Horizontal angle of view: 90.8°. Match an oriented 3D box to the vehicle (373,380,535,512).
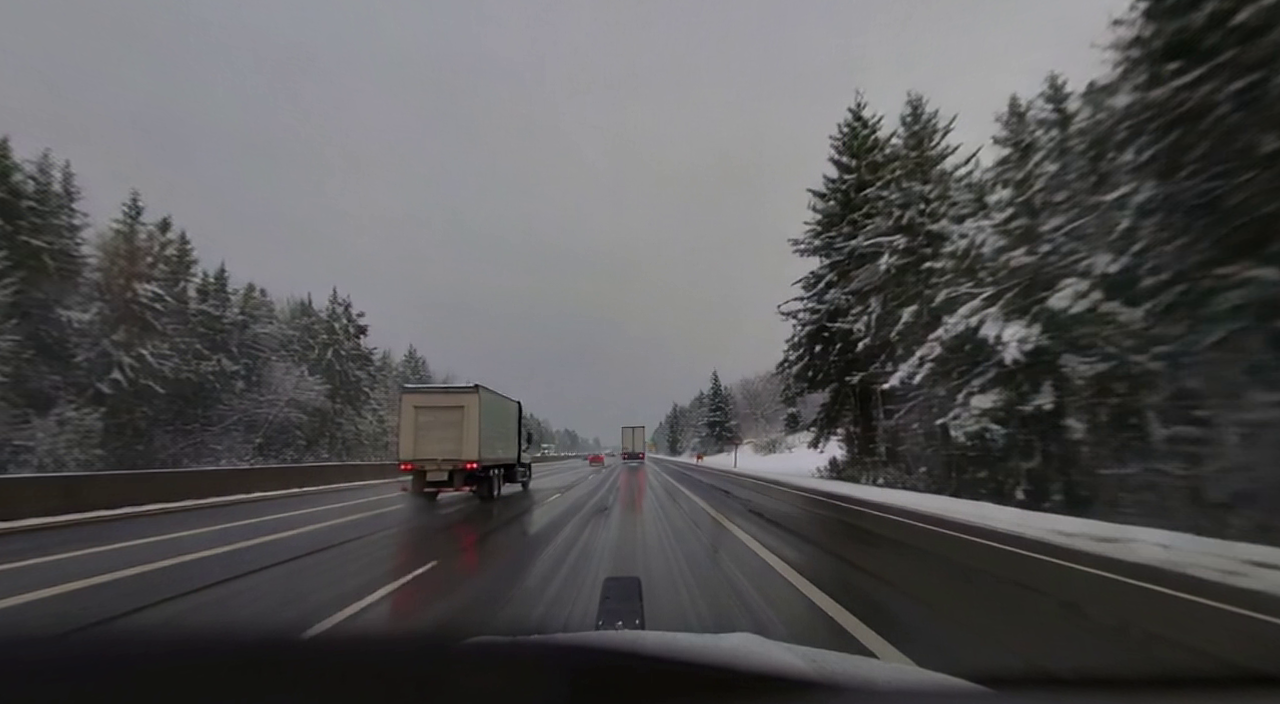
[{"bbox_3d":[-4.512,2.504,16.742,2.368,2.813,6.329,0,-9,0],"label":"vehicle"}]
